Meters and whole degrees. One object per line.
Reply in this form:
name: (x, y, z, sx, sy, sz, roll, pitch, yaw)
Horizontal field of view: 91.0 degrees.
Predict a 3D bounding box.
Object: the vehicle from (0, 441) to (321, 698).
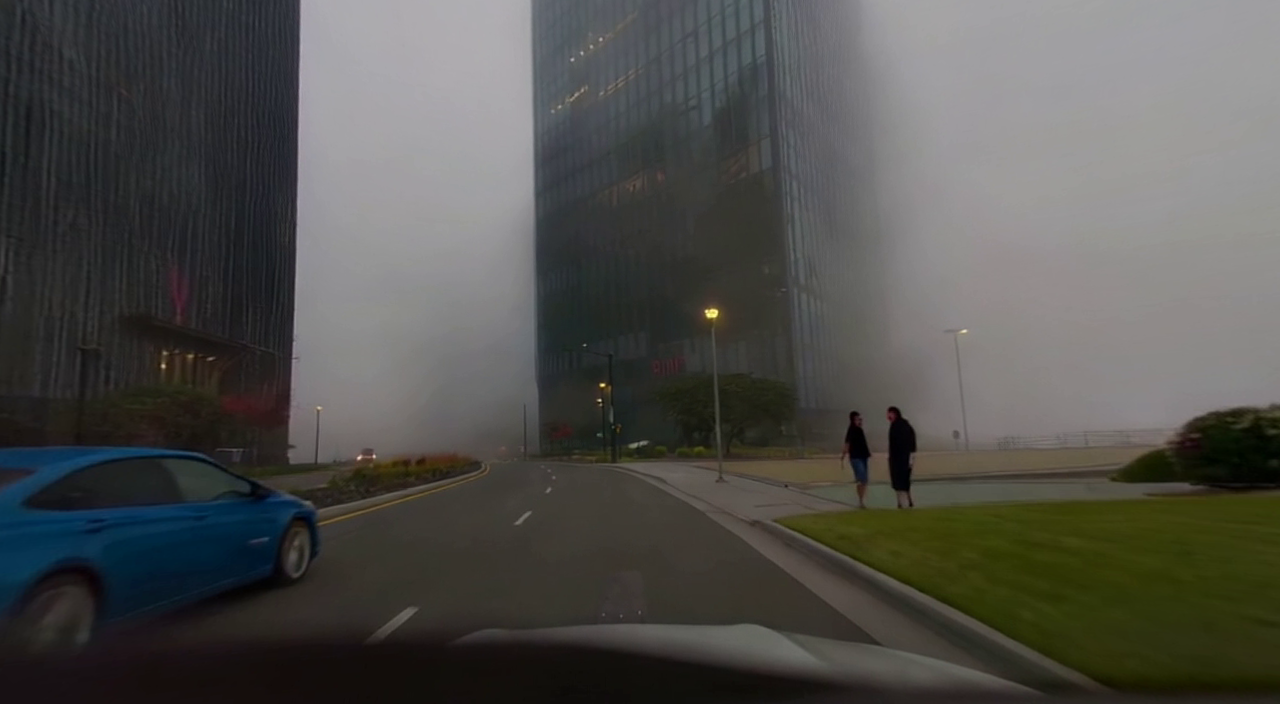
vehicle: (-4.769, 1.474, 5.067, 2.045, 1.479, 4.616, 0, -9, -1)
